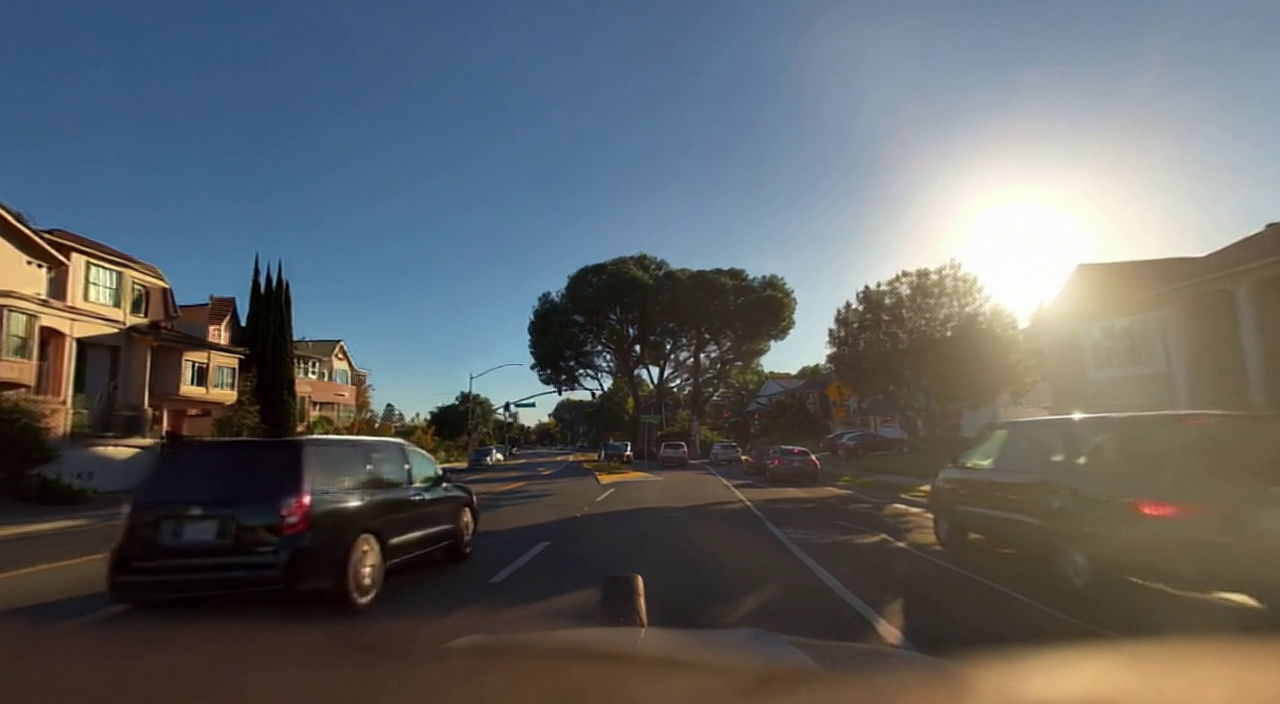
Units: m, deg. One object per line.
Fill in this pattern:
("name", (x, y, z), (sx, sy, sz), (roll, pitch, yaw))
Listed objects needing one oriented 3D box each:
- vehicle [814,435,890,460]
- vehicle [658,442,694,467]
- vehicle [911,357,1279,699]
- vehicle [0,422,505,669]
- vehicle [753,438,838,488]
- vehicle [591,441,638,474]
("vehicle", (13.050, 5.874, 39.034), (4.046, 1.450, 1.814), (-1, -8, 4))
("vehicle", (2.197, 6.399, 39.587), (2.081, 1.475, 4.361), (0, -8, 2))
("vehicle", (4.386, 1.235, 5.530), (2.069, 1.780, 4.480), (0, -8, 1))
("vehicle", (-2.979, 1.534, 6.207), (2.069, 1.510, 4.325), (-1, -8, 4))
("vehicle", (5.141, 3.726, 21.541), (1.964, 1.485, 4.454), (-1, -8, 3))
("vehicle", (-1.211, 5.244, 31.551), (1.986, 1.508, 4.261), (-1, -8, 3))
